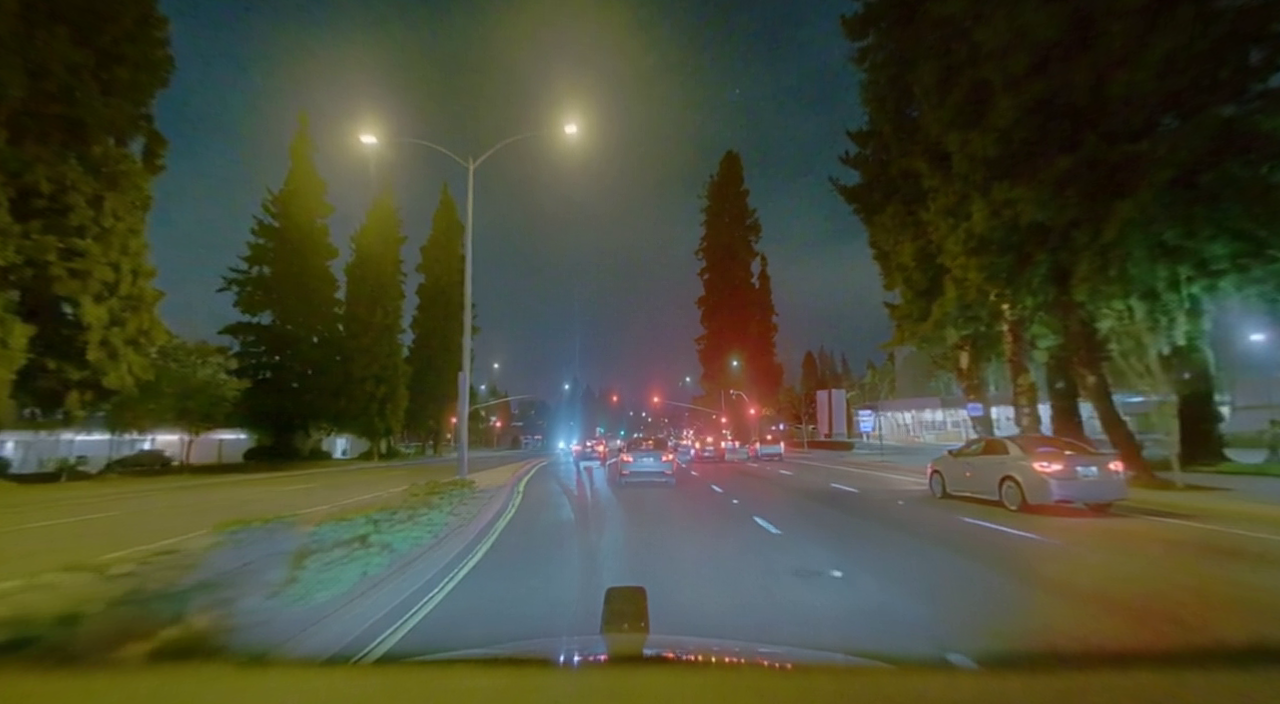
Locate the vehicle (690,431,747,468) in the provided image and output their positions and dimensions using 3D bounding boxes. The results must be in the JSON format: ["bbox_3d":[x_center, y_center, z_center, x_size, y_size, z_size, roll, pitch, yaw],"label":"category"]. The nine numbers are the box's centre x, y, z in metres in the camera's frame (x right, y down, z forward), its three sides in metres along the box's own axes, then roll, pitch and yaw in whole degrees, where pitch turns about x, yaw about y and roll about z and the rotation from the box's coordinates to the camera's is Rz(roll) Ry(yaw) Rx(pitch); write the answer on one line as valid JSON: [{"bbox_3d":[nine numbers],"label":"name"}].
[{"bbox_3d":[3.521,4.449,28.941,1.988,1.528,4.144,0,-8,-1],"label":"vehicle"}]

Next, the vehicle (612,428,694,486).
[{"bbox_3d":[0.370,2.987,18.175,2.096,1.473,3.893,0,-8,1],"label":"vehicle"}]

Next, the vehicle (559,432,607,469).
[{"bbox_3d":[-2.457,4.318,27.890,1.938,1.472,4.399,0,-8,-3],"label":"vehicle"}]

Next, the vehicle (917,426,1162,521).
[{"bbox_3d":[7.355,2.256,12.303,1.892,1.515,4.400,0,-8,0],"label":"vehicle"}]

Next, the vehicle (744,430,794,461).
[{"bbox_3d":[7.588,5.554,37.517,2.044,1.701,4.397,0,-8,0],"label":"vehicle"}]
